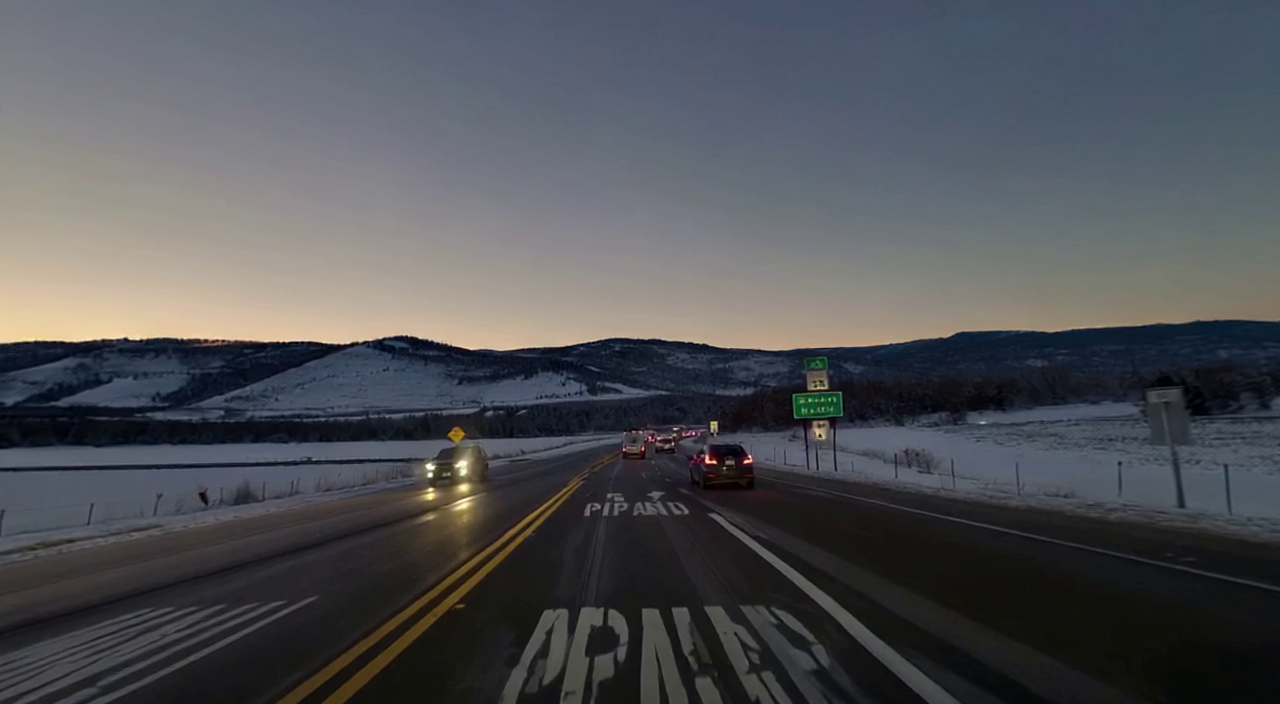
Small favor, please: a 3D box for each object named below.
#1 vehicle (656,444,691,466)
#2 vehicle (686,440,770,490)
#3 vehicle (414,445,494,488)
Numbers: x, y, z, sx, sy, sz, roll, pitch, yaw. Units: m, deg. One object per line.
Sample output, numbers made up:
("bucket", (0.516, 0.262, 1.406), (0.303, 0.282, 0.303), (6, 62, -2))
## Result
("vehicle", (2.358, 7.381, 45.318), (2.048, 1.468, 4.490), (0, -8, -3))
("vehicle", (2.903, 3.849, 21.815), (2.026, 1.531, 4.273), (0, -8, -4))
("vehicle", (-8.227, 5.094, 28.477), (2.168, 1.748, 4.811), (0, -8, 0))
